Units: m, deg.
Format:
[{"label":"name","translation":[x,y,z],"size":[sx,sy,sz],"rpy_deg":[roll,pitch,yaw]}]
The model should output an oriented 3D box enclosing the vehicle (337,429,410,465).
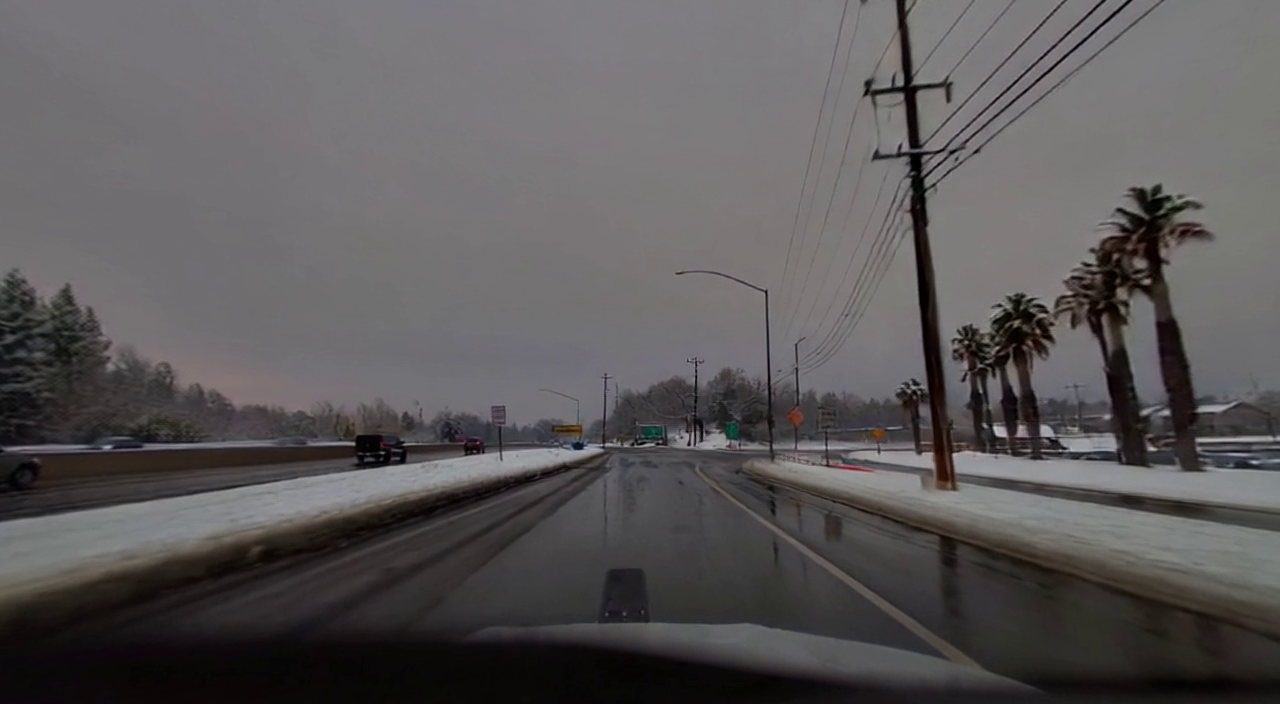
[{"label":"vehicle","translation":[-12.762,4.595,30.526],"size":[2.029,1.609,3.935],"rpy_deg":[1,-8,-4]}]
